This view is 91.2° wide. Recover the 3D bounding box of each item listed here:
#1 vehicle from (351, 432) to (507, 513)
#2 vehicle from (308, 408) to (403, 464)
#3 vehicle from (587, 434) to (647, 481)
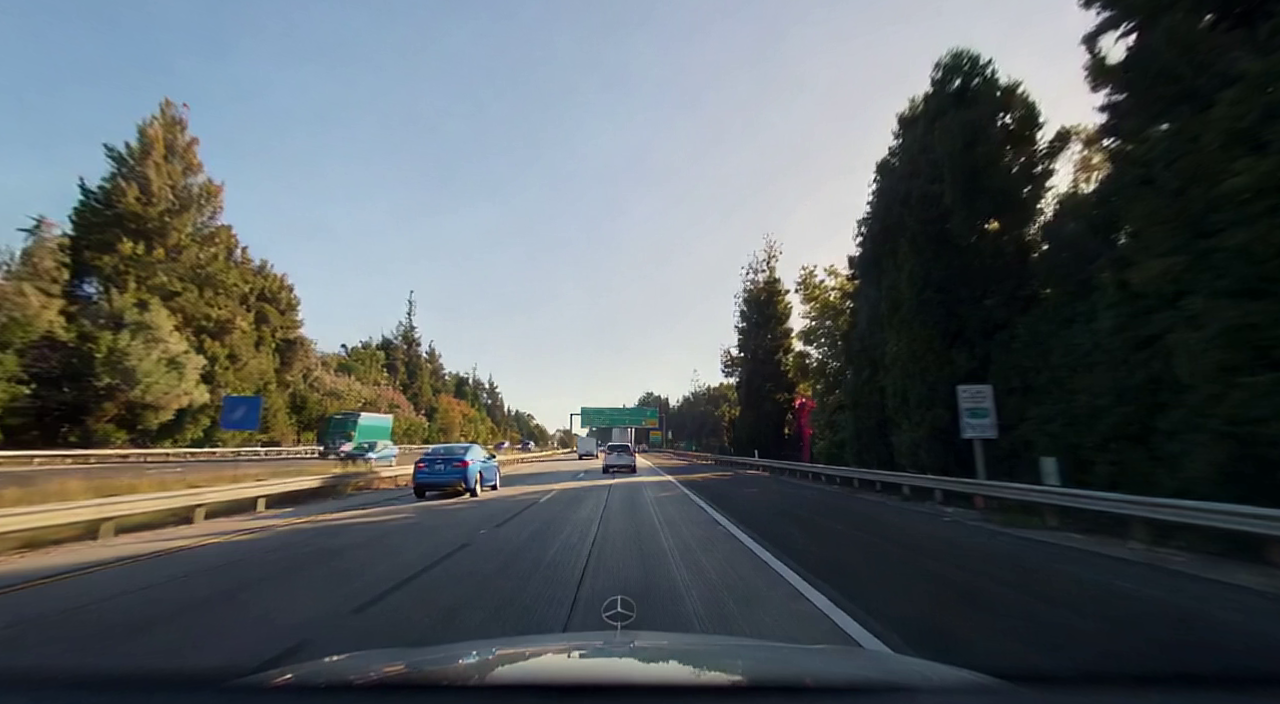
[{"bbox_3d":[-4.749,2.788,15.002,2.103,1.588,4.709,-1,-9,0],"label":"vehicle"},{"bbox_3d":[-18.973,5.787,42.513,2.771,3.371,8.087,0,-9,-1],"label":"vehicle"},{"bbox_3d":[-0.907,4.276,25.506,2.220,1.711,4.056,0,-9,-1],"label":"vehicle"}]
